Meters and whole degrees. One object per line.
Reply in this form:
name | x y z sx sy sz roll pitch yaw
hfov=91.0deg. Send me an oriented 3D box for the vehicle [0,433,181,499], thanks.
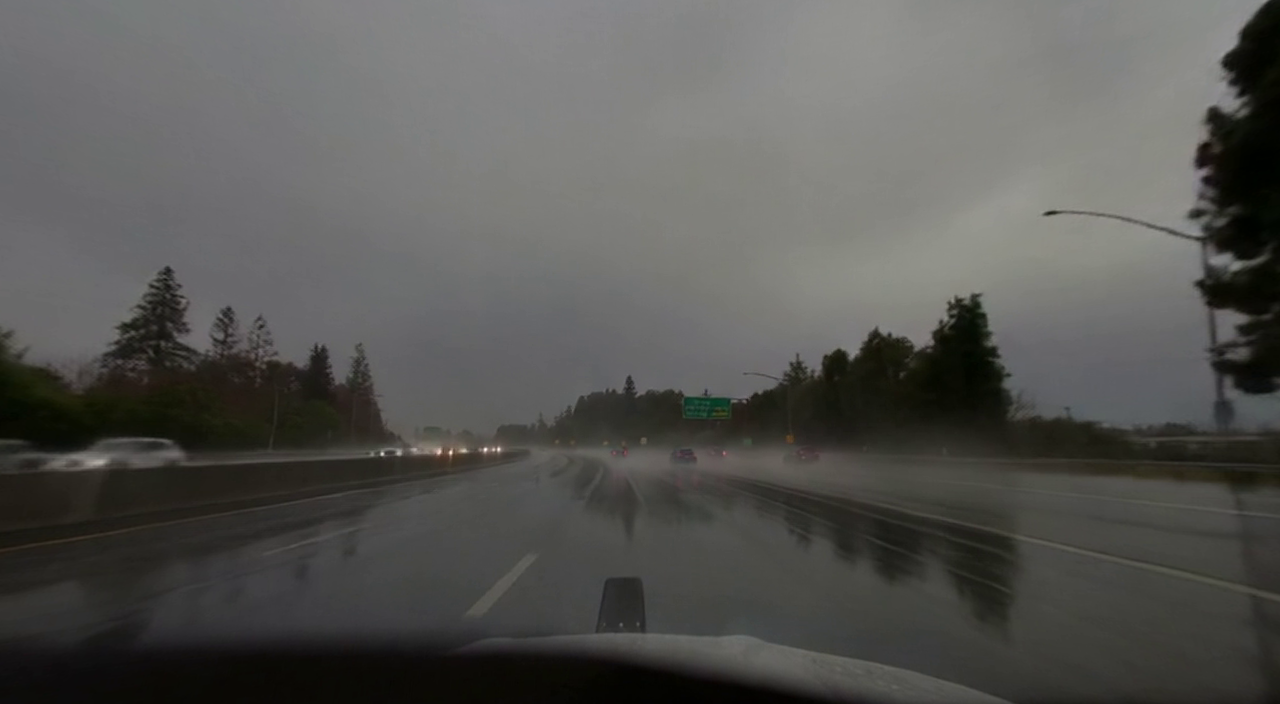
vehicle | -19.897 4.052 22.697 2.374 2.041 5.885 0 -9 -2
